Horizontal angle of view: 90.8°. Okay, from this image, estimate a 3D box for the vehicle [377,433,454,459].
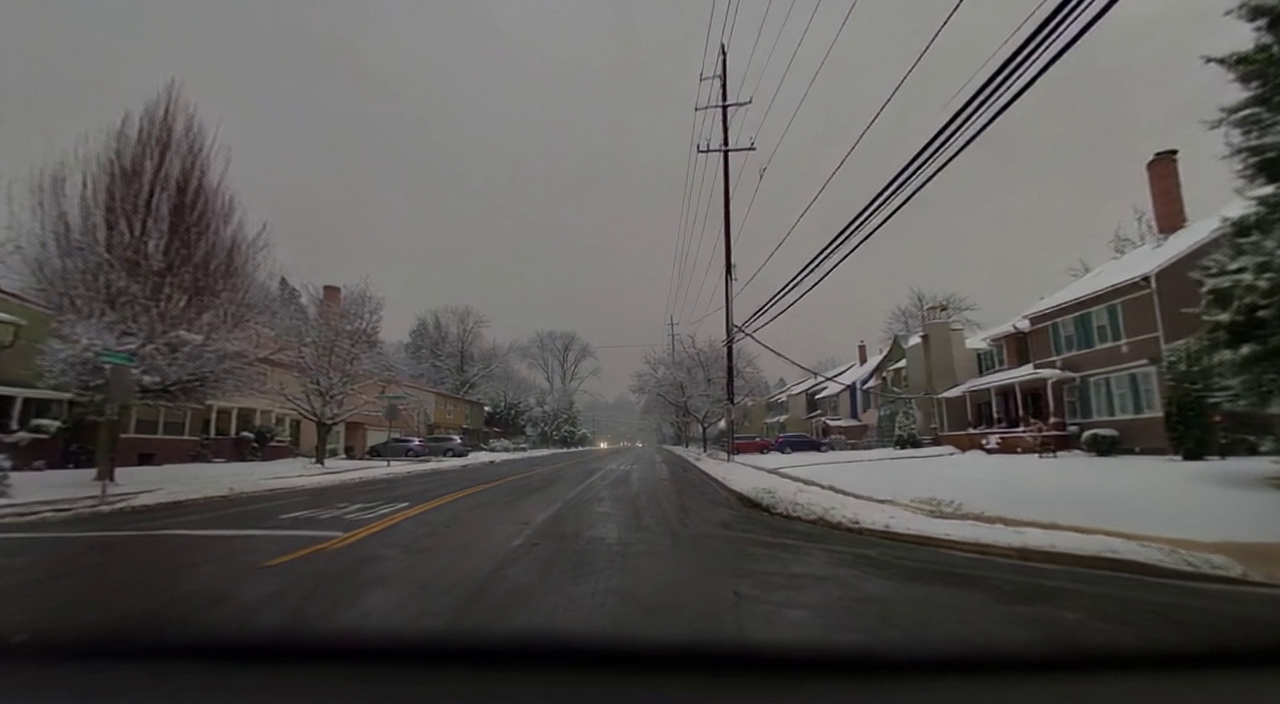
[{"bbox_3d":[-15.249,6.383,43.104,4.500,1.714,1.924,-1,-8,7],"label":"vehicle"}]

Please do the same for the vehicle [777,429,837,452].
[{"bbox_3d":[12.828,6.826,48.758,4.122,1.610,1.888,-1,-6,2],"label":"vehicle"}]
